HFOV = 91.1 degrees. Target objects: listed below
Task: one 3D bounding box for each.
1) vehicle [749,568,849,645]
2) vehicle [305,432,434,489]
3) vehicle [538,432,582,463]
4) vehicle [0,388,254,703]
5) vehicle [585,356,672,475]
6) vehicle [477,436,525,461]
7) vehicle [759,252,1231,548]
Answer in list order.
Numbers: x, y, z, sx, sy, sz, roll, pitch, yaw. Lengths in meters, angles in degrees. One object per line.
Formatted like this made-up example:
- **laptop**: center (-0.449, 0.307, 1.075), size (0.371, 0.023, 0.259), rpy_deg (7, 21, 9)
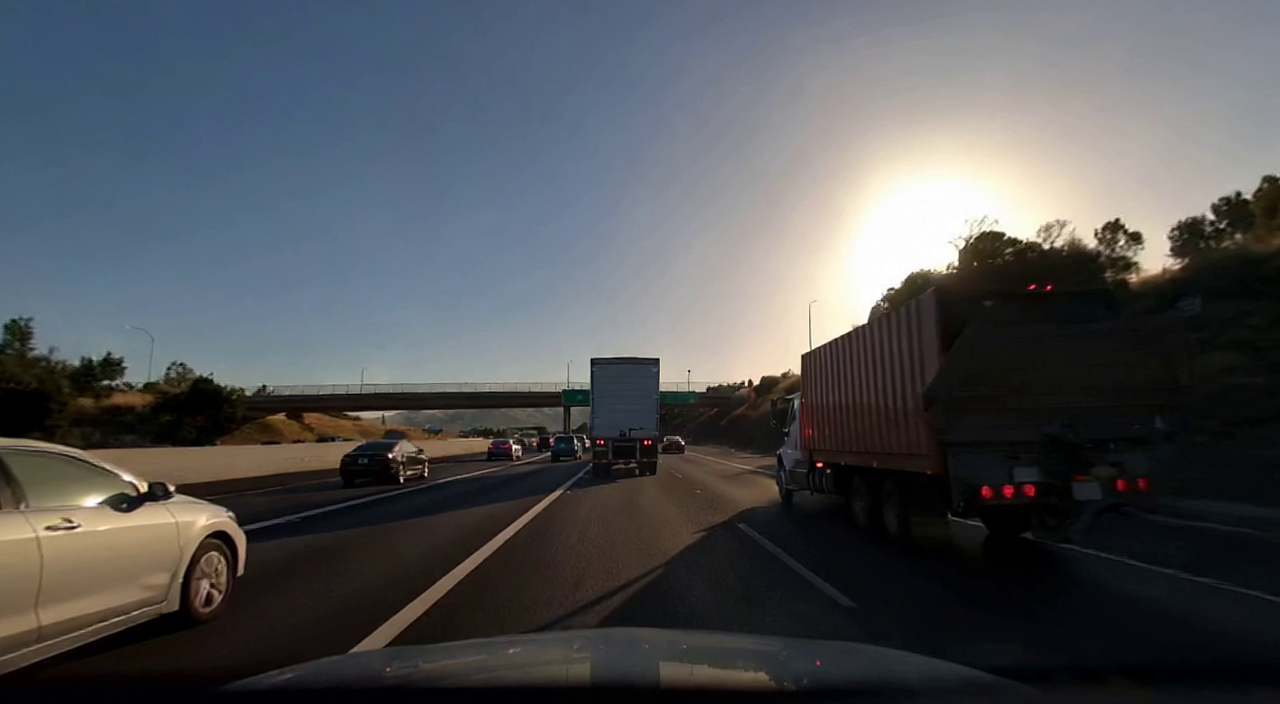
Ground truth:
- **vehicle**: center (5.654, 9.148, 22.818), size (2.835, 2.000, 2.696), rpy_deg (1, -8, -2)
- **vehicle**: center (-7.777, 3.131, 18.617), size (1.909, 1.479, 4.425), rpy_deg (0, -8, -1)
- **vehicle**: center (-4.532, 5.448, 36.042), size (1.986, 1.612, 4.155), rpy_deg (0, -8, 0)
- **vehicle**: center (-3.882, 0.912, 2.812), size (1.882, 1.493, 3.828), rpy_deg (0, -8, -1)
- **vehicle**: center (-0.531, 2.802, 26.251), size (2.938, 4.033, 9.980), rpy_deg (0, -8, -2)
- **vehicle**: center (-8.624, 6.004, 39.274), size (2.019, 1.471, 4.347), rpy_deg (0, -8, 0)
- **vehicle**: center (6.003, 1.523, 15.381), size (2.863, 3.936, 14.058), rpy_deg (0, -8, -2)
